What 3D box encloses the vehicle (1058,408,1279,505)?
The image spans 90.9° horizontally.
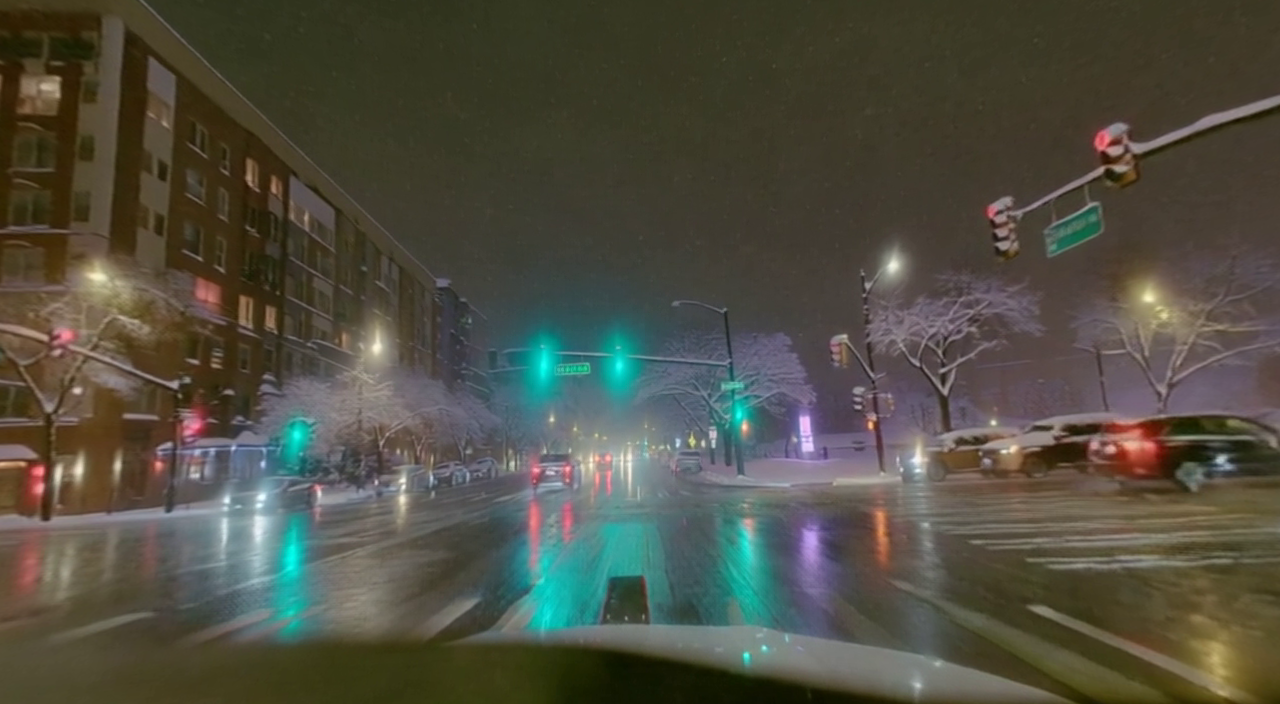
[{"bbox_3d":[10.347,1.804,11.106,4.540,1.480,2.153,1,-8,-7],"label":"vehicle"}]

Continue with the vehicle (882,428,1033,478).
[{"bbox_3d":[11.176,3.582,22.424,4.288,1.689,1.909,0,-8,1],"label":"vehicle"}]

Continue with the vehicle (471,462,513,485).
[{"bbox_3d":[-11.418,9.365,48.849,2.041,1.526,4.749,0,-8,0],"label":"vehicle"}]

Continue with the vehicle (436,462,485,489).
[{"bbox_3d":[-11.820,8.143,41.792,1.933,1.628,3.973,0,-8,2],"label":"vehicle"}]

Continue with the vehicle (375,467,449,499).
[{"bbox_3d":[-12.207,7.011,34.086,1.934,1.434,4.636,-1,-8,5],"label":"vehicle"}]

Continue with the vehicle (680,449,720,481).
[{"bbox_3d":[3.521,6.710,37.805,1.924,1.765,3.954,0,-8,-1],"label":"vehicle"}]

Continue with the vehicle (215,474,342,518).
[{"bbox_3d":[-15.298,6.082,26.998,1.999,1.466,4.535,-2,-9,15],"label":"vehicle"}]

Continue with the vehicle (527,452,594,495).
[{"bbox_3d":[-3.017,4.677,24.687,1.973,1.496,3.713,0,-8,2],"label":"vehicle"}]

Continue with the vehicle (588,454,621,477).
[{"bbox_3d":[-2.509,8.149,45.535,1.916,1.487,4.535,0,-8,2],"label":"vehicle"}]
